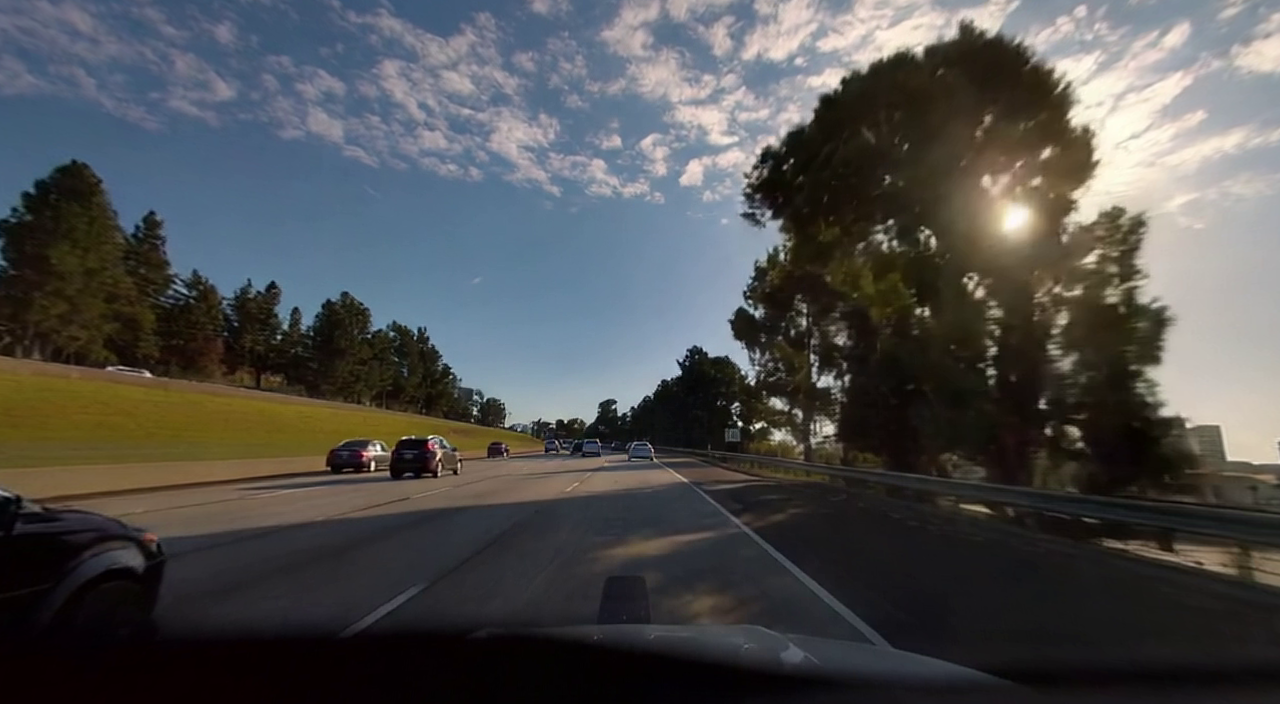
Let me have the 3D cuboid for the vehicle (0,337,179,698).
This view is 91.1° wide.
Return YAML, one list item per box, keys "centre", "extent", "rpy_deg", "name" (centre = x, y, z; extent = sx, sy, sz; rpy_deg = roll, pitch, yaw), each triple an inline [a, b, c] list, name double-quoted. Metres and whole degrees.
- centre: [-4.274, 0.591, 1.574]
  extent: [2.171, 1.759, 5.219]
  rpy_deg: [0, -8, 1]
  name: "vehicle"

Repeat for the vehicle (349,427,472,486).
- centre: [-7.494, 3.476, 21.189]
  extent: [2.238, 1.712, 5.000]
  rpy_deg: [0, -8, 0]
  name: "vehicle"

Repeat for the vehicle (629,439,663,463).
- centre: [0.337, 6.351, 40.370]
  extent: [2.060, 1.465, 3.974]
  rpy_deg: [0, -8, -2]
  name: "vehicle"
